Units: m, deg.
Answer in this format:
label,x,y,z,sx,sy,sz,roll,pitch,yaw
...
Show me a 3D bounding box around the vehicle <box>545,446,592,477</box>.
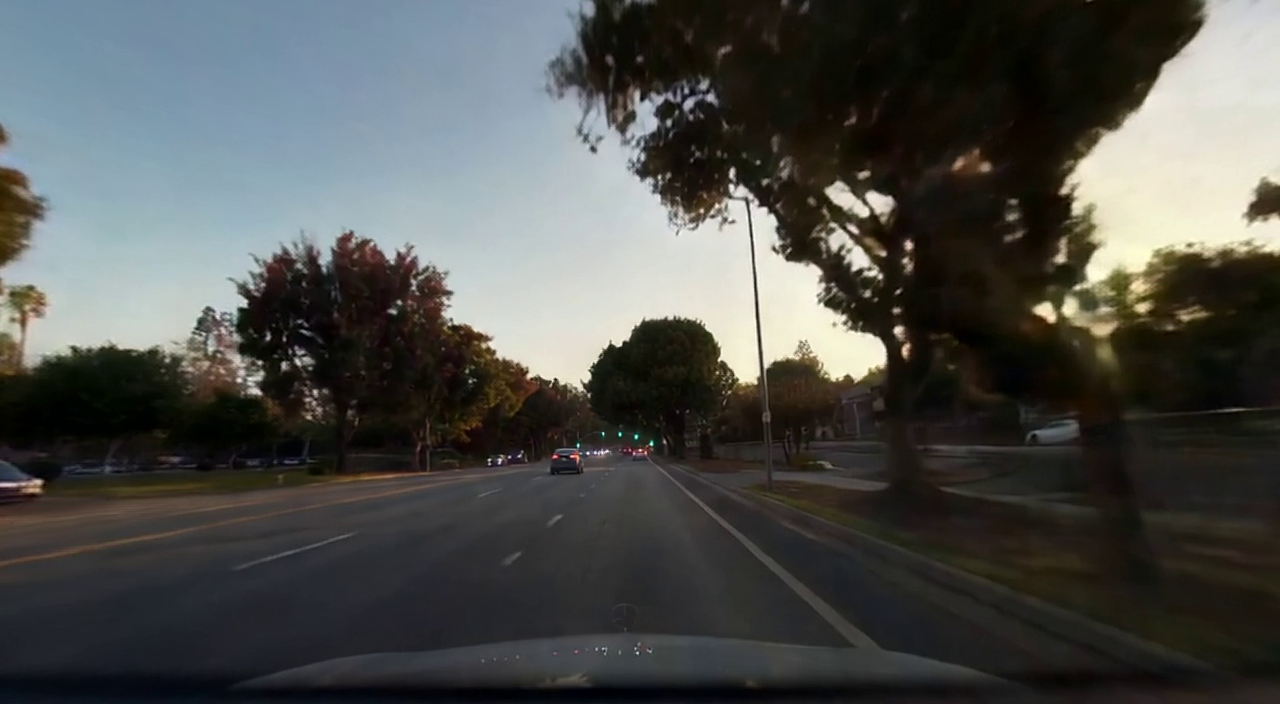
label,x,y,z,sx,sy,sz,roll,pitch,yaw
vehicle,-3.670,5.699,33.155,1.992,1.447,4.044,0,-8,0
